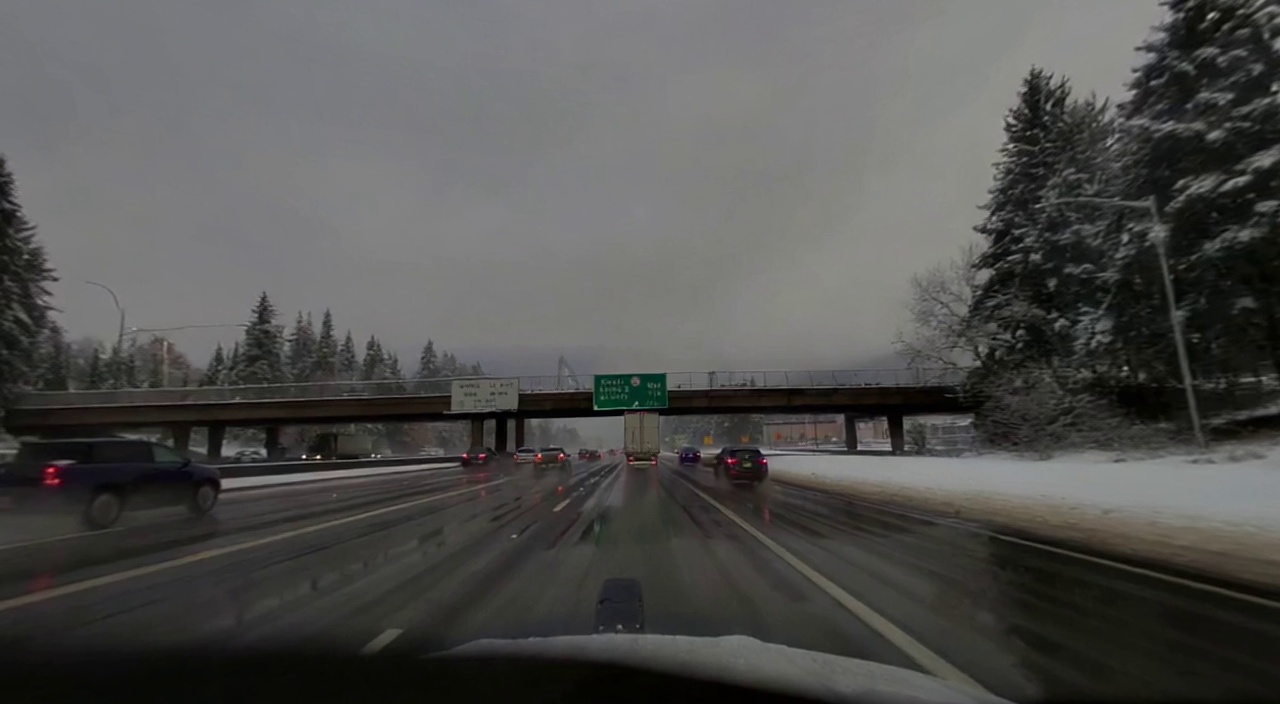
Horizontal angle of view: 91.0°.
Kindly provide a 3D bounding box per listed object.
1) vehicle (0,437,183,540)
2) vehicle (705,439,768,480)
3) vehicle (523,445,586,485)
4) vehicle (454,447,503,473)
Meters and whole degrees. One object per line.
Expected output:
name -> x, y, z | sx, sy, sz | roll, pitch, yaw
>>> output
vehicle -> -11.164, 2.448, 11.788 | 1.966, 1.627, 4.258 | 0, -9, 0
vehicle -> 4.283, 4.880, 28.724 | 2.107, 1.707, 4.445 | 0, -9, 0
vehicle -> -3.601, 4.853, 27.283 | 2.083, 1.576, 4.307 | 0, -9, 1
vehicle -> -10.890, 7.330, 42.870 | 2.080, 1.637, 4.581 | 0, -9, 1
